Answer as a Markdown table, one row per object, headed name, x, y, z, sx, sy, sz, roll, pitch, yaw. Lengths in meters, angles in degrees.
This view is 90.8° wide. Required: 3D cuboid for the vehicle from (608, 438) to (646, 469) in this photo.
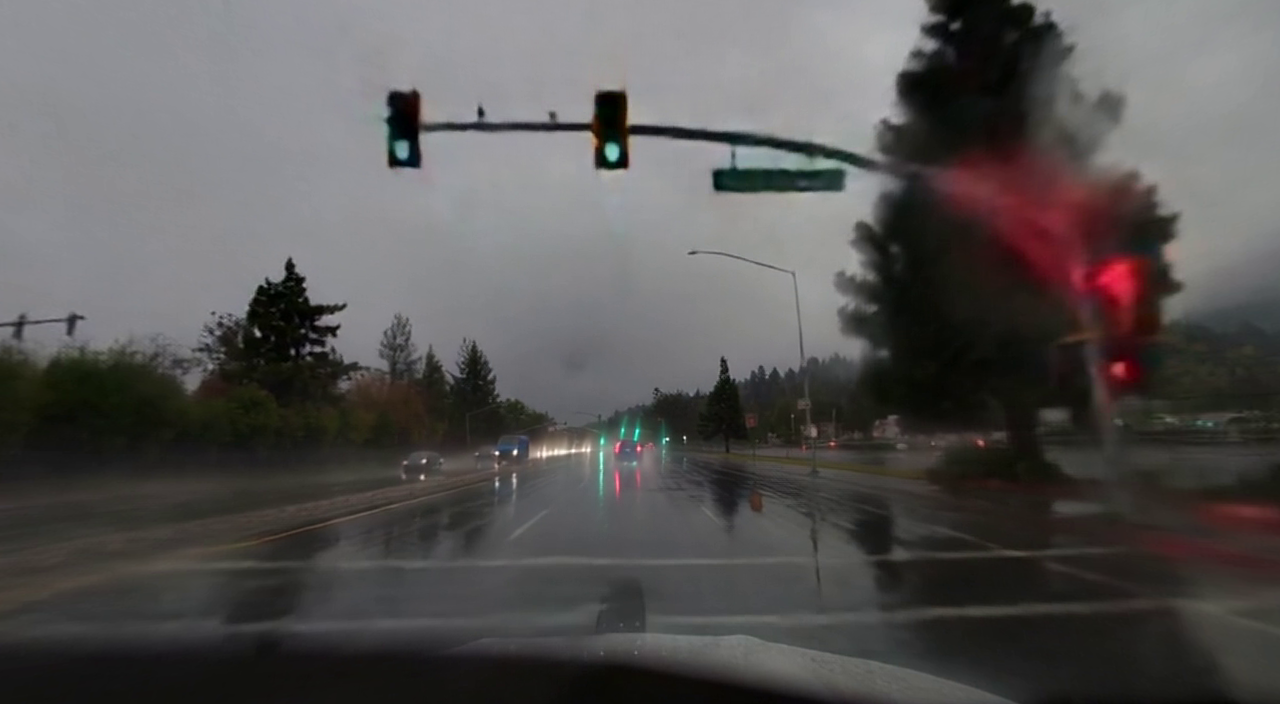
| name | x | y | z | sx | sy | sz | roll | pitch | yaw |
| --- | --- | --- | --- | --- | --- | --- | --- | --- | --- |
| vehicle | -0.741 | 6.081 | 37.901 | 2.174 | 1.703 | 4.231 | 0 | -9 | 0 |
